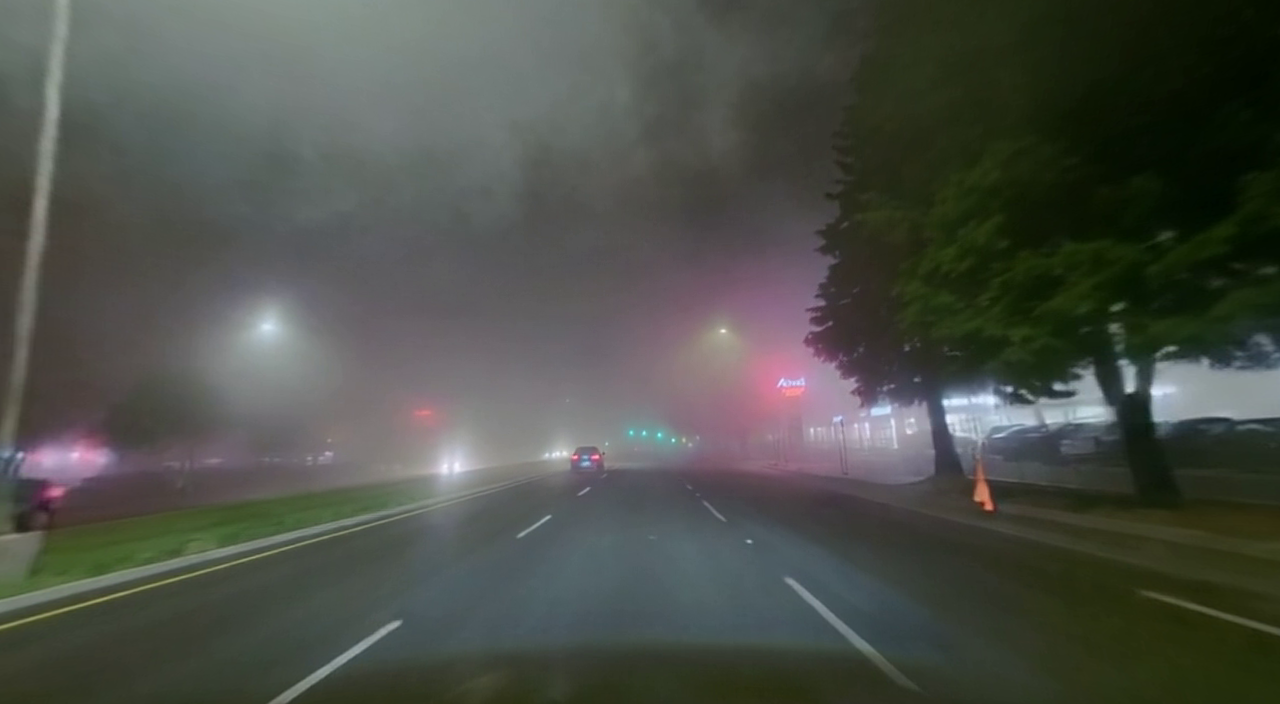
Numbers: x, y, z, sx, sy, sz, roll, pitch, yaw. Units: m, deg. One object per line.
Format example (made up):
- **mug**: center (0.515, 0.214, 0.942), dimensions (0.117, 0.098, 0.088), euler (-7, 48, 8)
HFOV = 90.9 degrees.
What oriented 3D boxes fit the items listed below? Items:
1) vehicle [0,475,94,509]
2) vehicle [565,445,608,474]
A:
- **vehicle**: center (-30.101, 6.952, 31.389), dimensions (4.171, 1.450, 1.855), euler (8, -12, -43)
- **vehicle**: center (-2.831, 5.808, 34.333), dimensions (1.926, 1.442, 4.231), euler (0, -9, 1)
